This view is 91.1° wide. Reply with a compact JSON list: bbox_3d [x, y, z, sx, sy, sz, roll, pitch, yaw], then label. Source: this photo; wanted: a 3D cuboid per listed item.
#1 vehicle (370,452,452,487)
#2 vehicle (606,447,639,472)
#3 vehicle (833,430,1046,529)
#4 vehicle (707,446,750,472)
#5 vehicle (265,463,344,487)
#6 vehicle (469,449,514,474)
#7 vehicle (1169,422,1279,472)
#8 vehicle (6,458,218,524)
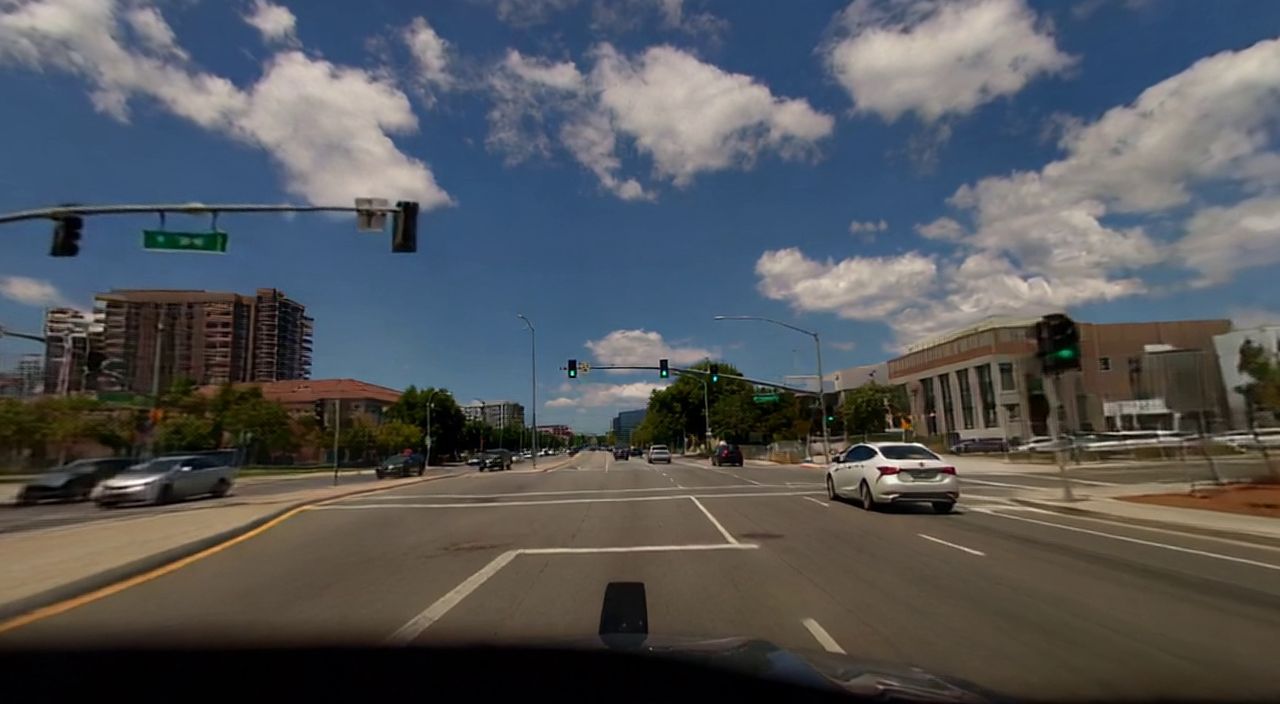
[{"bbox_3d":[-10.788,5.527,29.969,1.986,1.505,4.693,0,-9,2],"label":"vehicle"},{"bbox_3d":[-1.128,6.860,40.238,2.026,1.453,3.780,0,-9,-2],"label":"vehicle"},{"bbox_3d":[5.675,2.458,12.719,2.056,1.624,4.498,0,-9,0],"label":"vehicle"},{"bbox_3d":[5.475,6.647,39.254,1.924,1.527,4.268,0,-9,-2],"label":"vehicle"},{"bbox_3d":[-23.781,8.722,44.700,1.904,1.497,4.685,-4,-9,22],"label":"vehicle"},{"bbox_3d":[-10.545,7.774,44.825,2.022,1.673,4.393,0,-9,1],"label":"vehicle"},{"bbox_3d":[20.638,3.114,20.614,4.589,1.563,2.055,0,-9,1],"label":"vehicle"},{"bbox_3d":[-14.589,3.828,17.823,1.812,1.508,4.735,0,-9,2],"label":"vehicle"}]
